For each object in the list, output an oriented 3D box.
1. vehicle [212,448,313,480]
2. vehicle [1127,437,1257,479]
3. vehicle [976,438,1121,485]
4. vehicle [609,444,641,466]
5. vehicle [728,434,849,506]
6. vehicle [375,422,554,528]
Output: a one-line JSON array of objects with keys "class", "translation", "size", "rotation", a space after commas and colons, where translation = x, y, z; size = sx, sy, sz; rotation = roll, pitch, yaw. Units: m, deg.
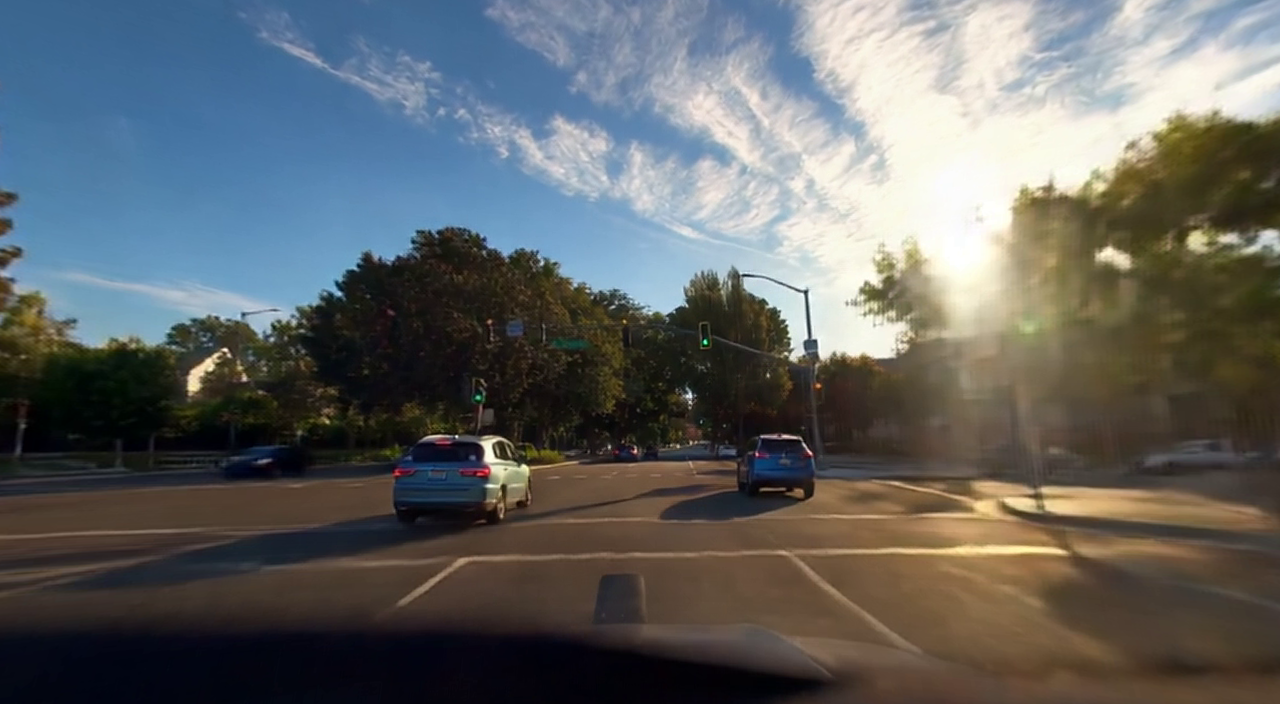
[{"class": "vehicle", "translation": [-18.823, 5.590, 31.842], "size": [1.976, 1.492, 4.758], "rotation": [-1, -8, 3]}, {"class": "vehicle", "translation": [24.213, 4.621, 27.733], "size": [4.479, 1.652, 2.174], "rotation": [2, -9, -18]}, {"class": "vehicle", "translation": [16.404, 4.354, 25.420], "size": [4.922, 1.630, 2.094], "rotation": [1, -9, -17]}, {"class": "vehicle", "translation": [-1.093, 7.806, 48.040], "size": [1.988, 1.569, 4.202], "rotation": [-1, -8, 4]}, {"class": "vehicle", "translation": [3.749, 3.060, 16.860], "size": [2.132, 1.659, 4.387], "rotation": [0, -8, 0]}, {"class": "vehicle", "translation": [-3.151, 2.327, 12.529], "size": [2.045, 1.688, 4.632], "rotation": [-1, -8, 2]}]
